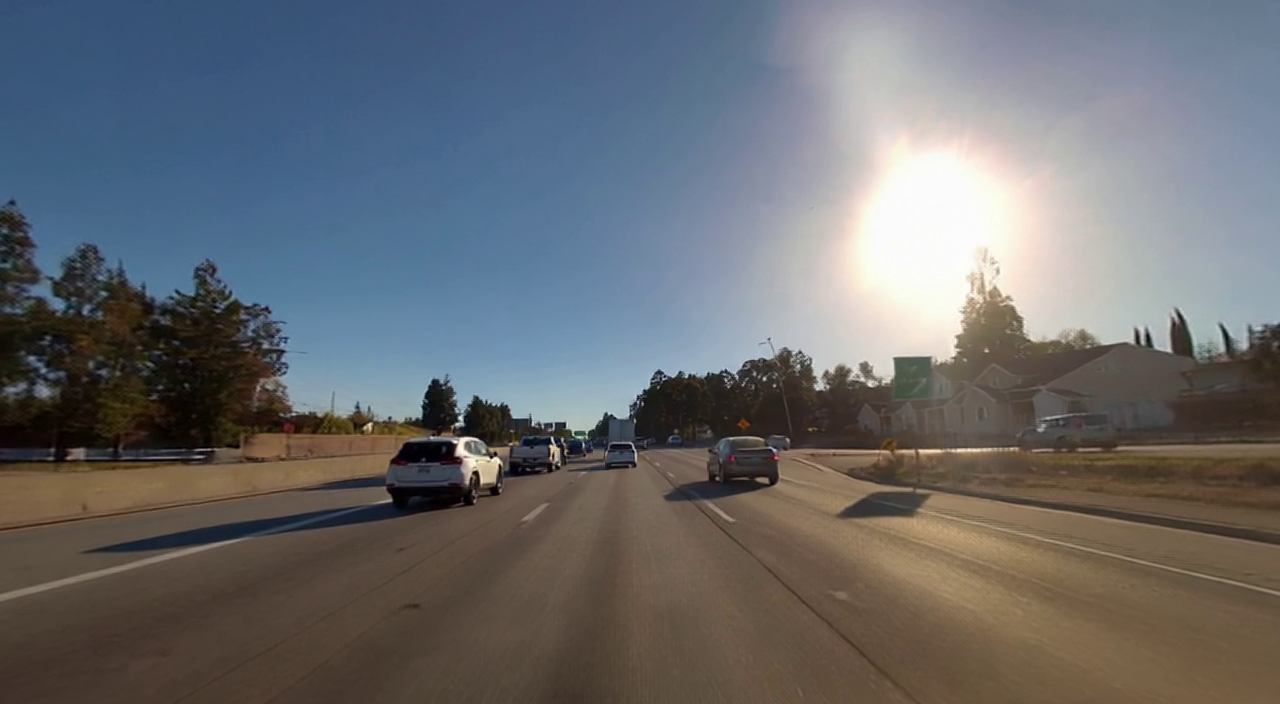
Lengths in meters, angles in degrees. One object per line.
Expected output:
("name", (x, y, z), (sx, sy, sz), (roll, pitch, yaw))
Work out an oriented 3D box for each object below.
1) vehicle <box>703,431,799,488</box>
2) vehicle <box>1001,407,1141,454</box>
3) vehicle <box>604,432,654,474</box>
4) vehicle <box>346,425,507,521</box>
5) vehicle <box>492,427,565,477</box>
("vehicle", (3.249, 3.245, 19.387), (2.027, 1.554, 4.252), (0, -8, -2))
("vehicle", (16.561, 3.107, 24.581), (2.048, 1.674, 4.106), (2, -9, -11))
("vehicle", (-0.522, 4.466, 28.057), (2.063, 1.703, 4.203), (0, -8, -2))
("vehicle", (-4.182, 2.428, 13.182), (1.988, 1.668, 4.021), (0, -8, -1))
("vehicle", (-4.734, 4.348, 27.720), (2.301, 1.944, 5.482), (0, -8, -1))
